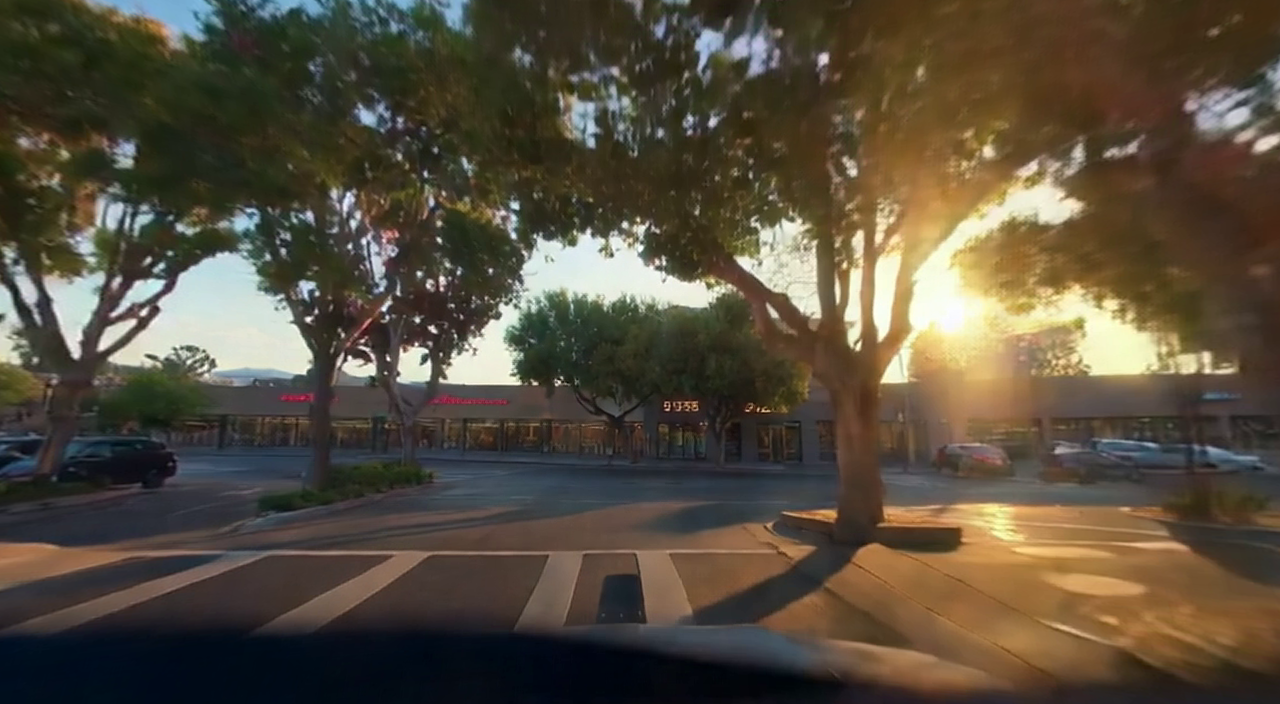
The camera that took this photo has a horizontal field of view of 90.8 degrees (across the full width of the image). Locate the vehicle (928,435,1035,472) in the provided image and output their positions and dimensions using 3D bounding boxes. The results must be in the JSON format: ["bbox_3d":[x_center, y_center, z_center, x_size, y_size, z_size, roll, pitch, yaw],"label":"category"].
[{"bbox_3d":[15.256,4.570,28.603,2.140,1.507,4.856,0,-8,0],"label":"vehicle"}]

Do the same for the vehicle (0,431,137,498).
[{"bbox_3d":[-15.548,2.844,16.202,3.775,1.588,2.000,4,-9,-30],"label":"vehicle"}]

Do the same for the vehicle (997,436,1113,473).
[{"bbox_3d":[18.543,4.589,28.542,1.804,1.502,4.815,0,-8,-2],"label":"vehicle"}]

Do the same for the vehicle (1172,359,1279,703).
[{"bbox_3d":[5.861,0.791,2.326,5.671,1.718,2.227,0,-8,1],"label":"vehicle"}]

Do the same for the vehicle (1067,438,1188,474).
[{"bbox_3d":[21.524,4.602,28.155,1.861,1.460,4.329,0,-8,-1],"label":"vehicle"}]

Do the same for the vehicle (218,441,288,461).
[{"bbox_3d":[-29.912,7.637,48.862,4.431,1.449,1.808,5,-10,-32],"label":"vehicle"}]
